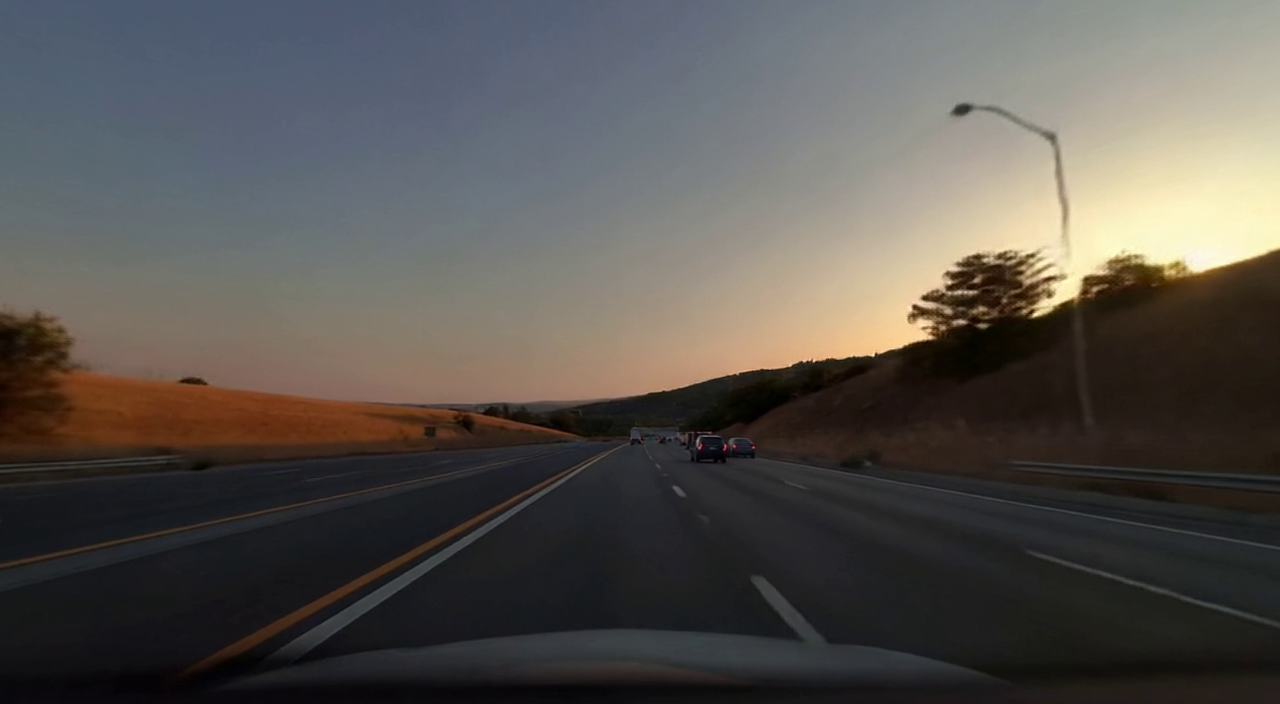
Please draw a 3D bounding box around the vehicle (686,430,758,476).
[{"bbox_3d":[3.026,3.844,24.312,2.084,1.583,4.420,0,-8,-1],"label":"vehicle"}]
